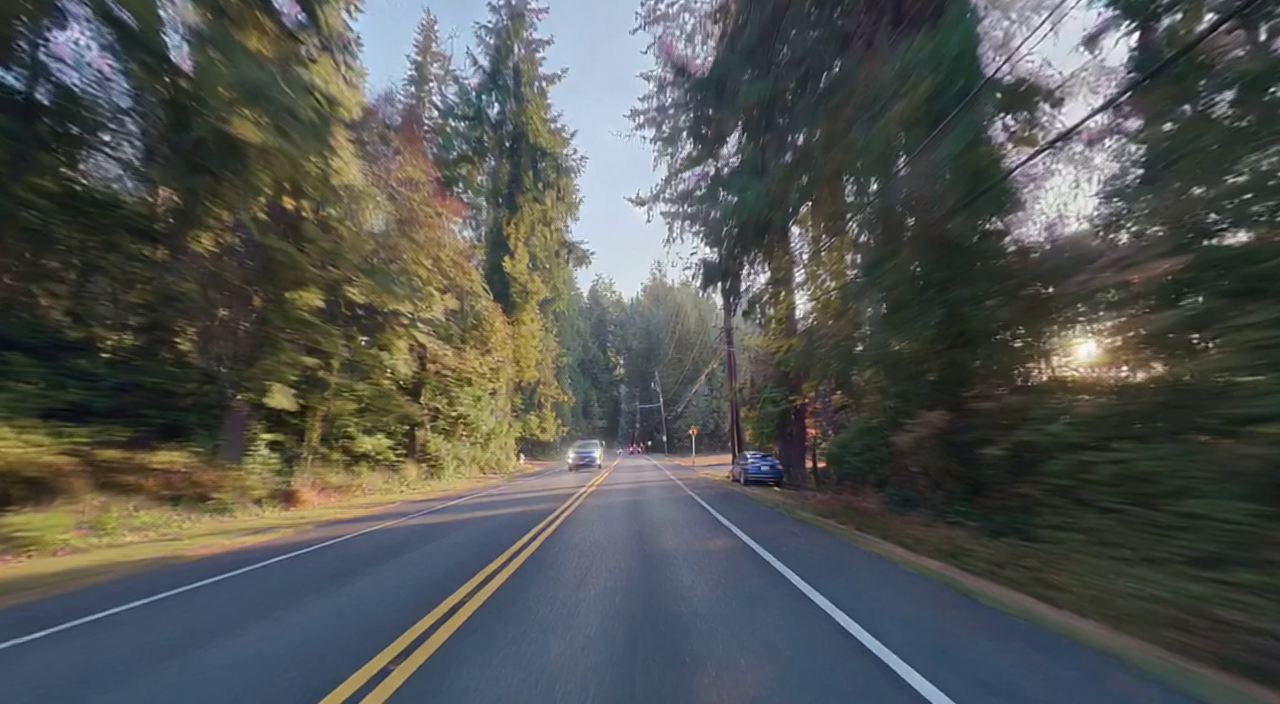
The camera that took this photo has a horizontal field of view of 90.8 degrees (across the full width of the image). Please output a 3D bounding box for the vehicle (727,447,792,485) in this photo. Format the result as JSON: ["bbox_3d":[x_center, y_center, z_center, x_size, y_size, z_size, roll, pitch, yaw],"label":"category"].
[{"bbox_3d":[4.996,4.824,27.057,1.905,1.482,4.240,0,-9,-1],"label":"vehicle"}]

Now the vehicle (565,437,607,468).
[{"bbox_3d":[-3.213,6.090,38.444,2.023,1.722,4.372,0,-9,1],"label":"vehicle"}]
